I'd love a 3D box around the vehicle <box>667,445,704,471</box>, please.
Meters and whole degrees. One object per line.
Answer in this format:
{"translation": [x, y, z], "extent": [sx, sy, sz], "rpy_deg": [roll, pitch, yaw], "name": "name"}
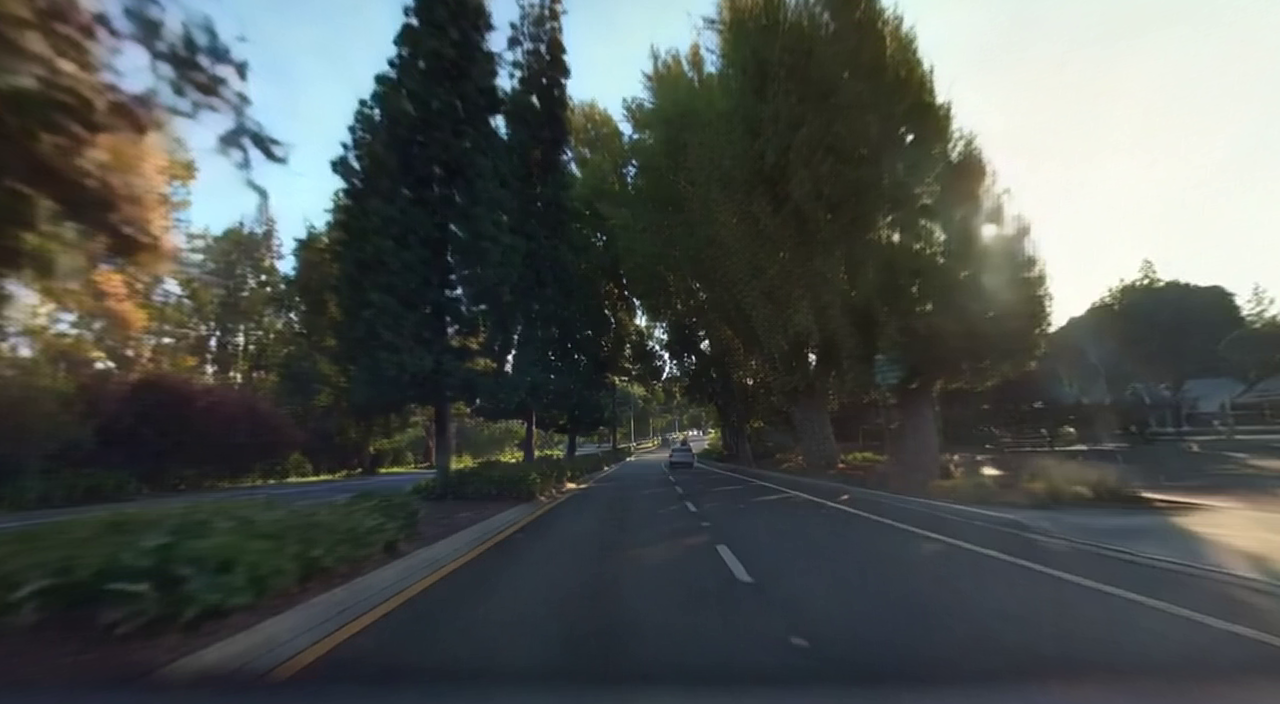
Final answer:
{"translation": [2.905, 6.870, 41.067], "extent": [2.044, 1.537, 4.528], "rpy_deg": [0, -9, 0], "name": "vehicle"}
